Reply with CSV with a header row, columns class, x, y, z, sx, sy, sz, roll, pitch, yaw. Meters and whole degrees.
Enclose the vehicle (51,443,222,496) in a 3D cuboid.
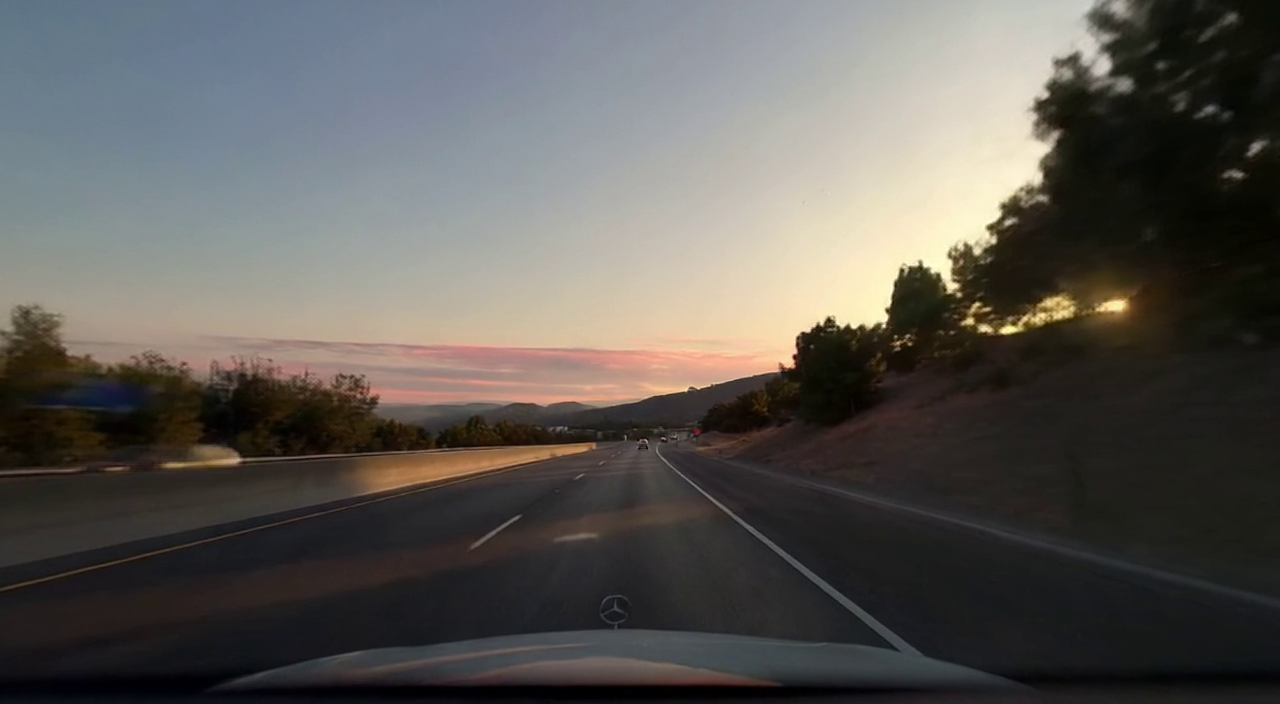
class,x,y,z,sx,sy,sz,roll,pitch,yaw
vehicle,-16.137,3.747,20.560,1.957,1.493,4.370,-1,-8,0
